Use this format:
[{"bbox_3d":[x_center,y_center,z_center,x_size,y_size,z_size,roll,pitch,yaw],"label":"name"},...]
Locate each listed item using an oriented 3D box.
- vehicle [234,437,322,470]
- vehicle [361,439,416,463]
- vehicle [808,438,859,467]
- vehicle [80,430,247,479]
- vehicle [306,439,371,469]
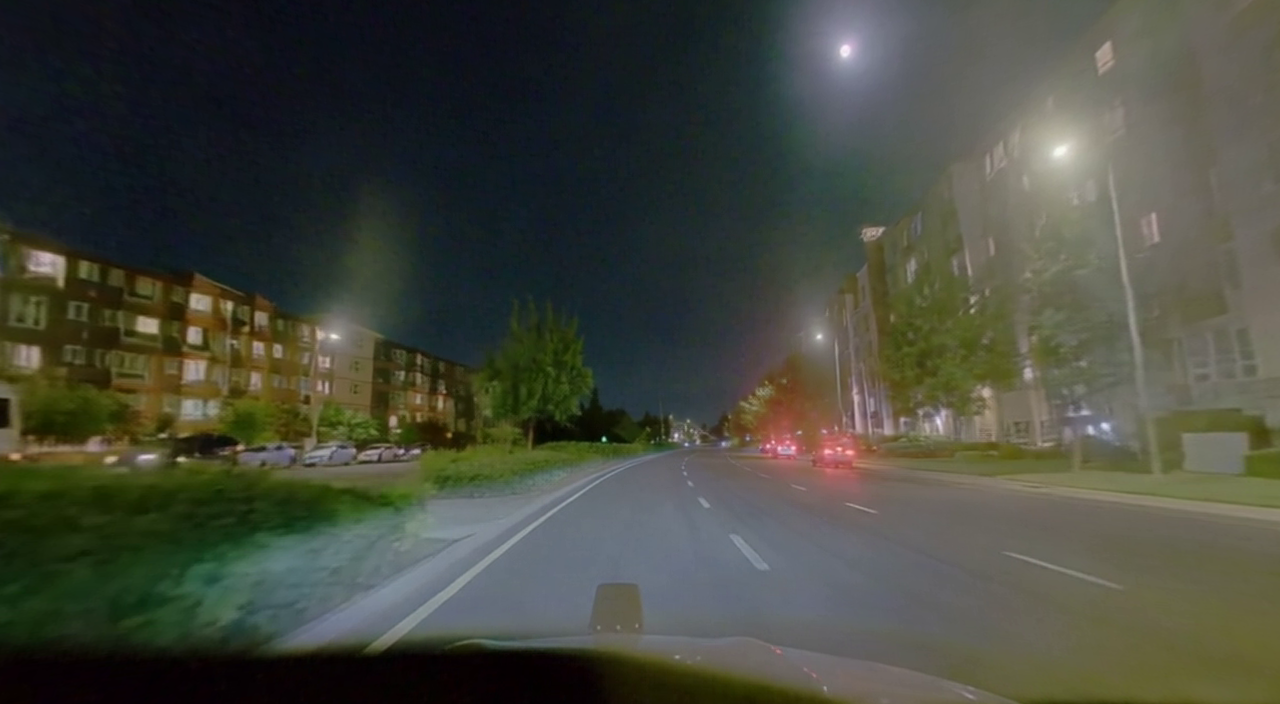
[{"bbox_3d":[-18.336,5.183,32.242,1.854,1.490,4.331,-2,-9,1],"label":"vehicle"},{"bbox_3d":[-17.519,6.972,44.247,1.795,1.445,4.629,-3,-10,2],"label":"vehicle"},{"bbox_3d":[11.767,6.128,38.694,1.992,1.615,4.460,0,-8,4],"label":"vehicle"},{"bbox_3d":[-18.651,4.057,25.211,2.076,1.703,5.595,0,-8,3],"label":"vehicle"},{"bbox_3d":[-18.044,6.085,38.014,1.686,1.671,4.477,-1,-8,0],"label":"vehicle"}]
